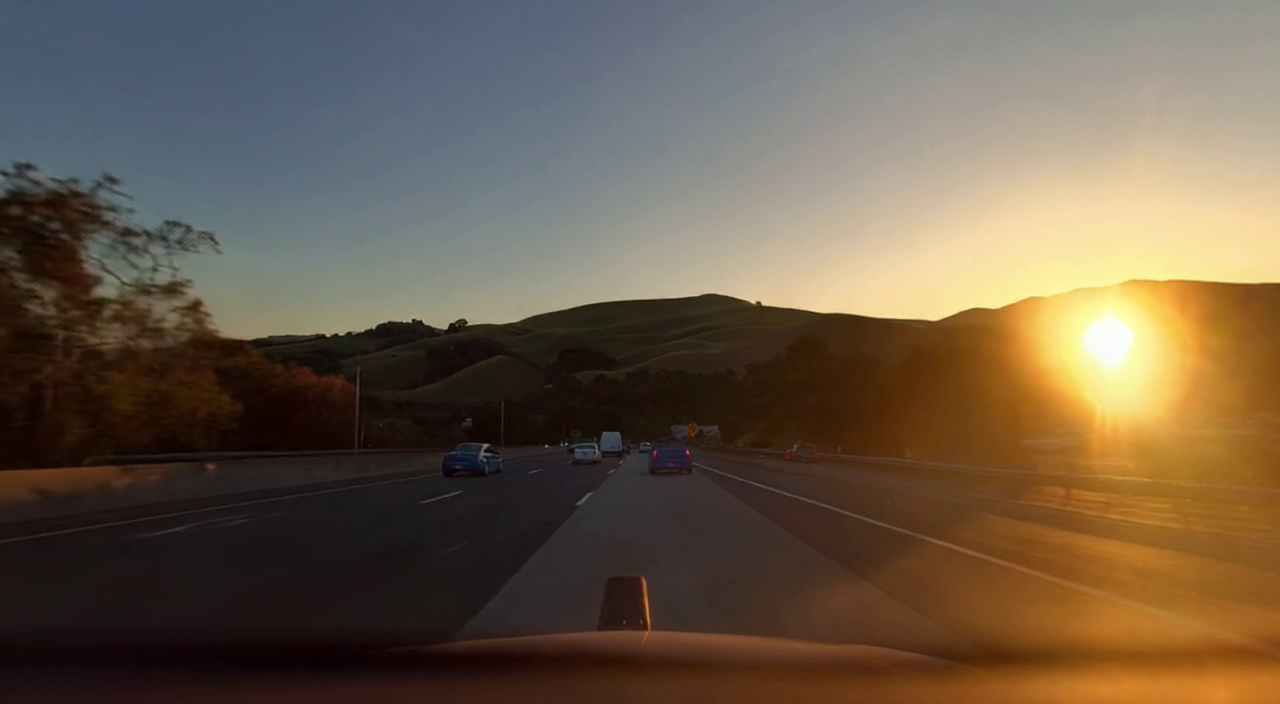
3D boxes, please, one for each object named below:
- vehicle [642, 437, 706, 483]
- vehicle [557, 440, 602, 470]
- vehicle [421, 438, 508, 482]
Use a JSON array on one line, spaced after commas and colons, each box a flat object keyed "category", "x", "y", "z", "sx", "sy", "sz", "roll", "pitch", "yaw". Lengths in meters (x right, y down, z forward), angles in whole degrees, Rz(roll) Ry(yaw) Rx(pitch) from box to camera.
[{"category": "vehicle", "x": 1.127, "y": 3.895, "z": 23.157, "sx": 2.050, "sy": 1.491, "sz": 4.362, "roll": 0, "pitch": -8, "yaw": -1}, {"category": "vehicle", "x": -3.187, "y": 5.543, "z": 34.157, "sx": 1.990, "sy": 1.501, "sz": 4.250, "roll": 0, "pitch": -8, "yaw": 1}, {"category": "vehicle", "x": -6.706, "y": 4.163, "z": 24.713, "sx": 2.012, "sy": 1.504, "sz": 4.729, "roll": 0, "pitch": -8, "yaw": 1}]
